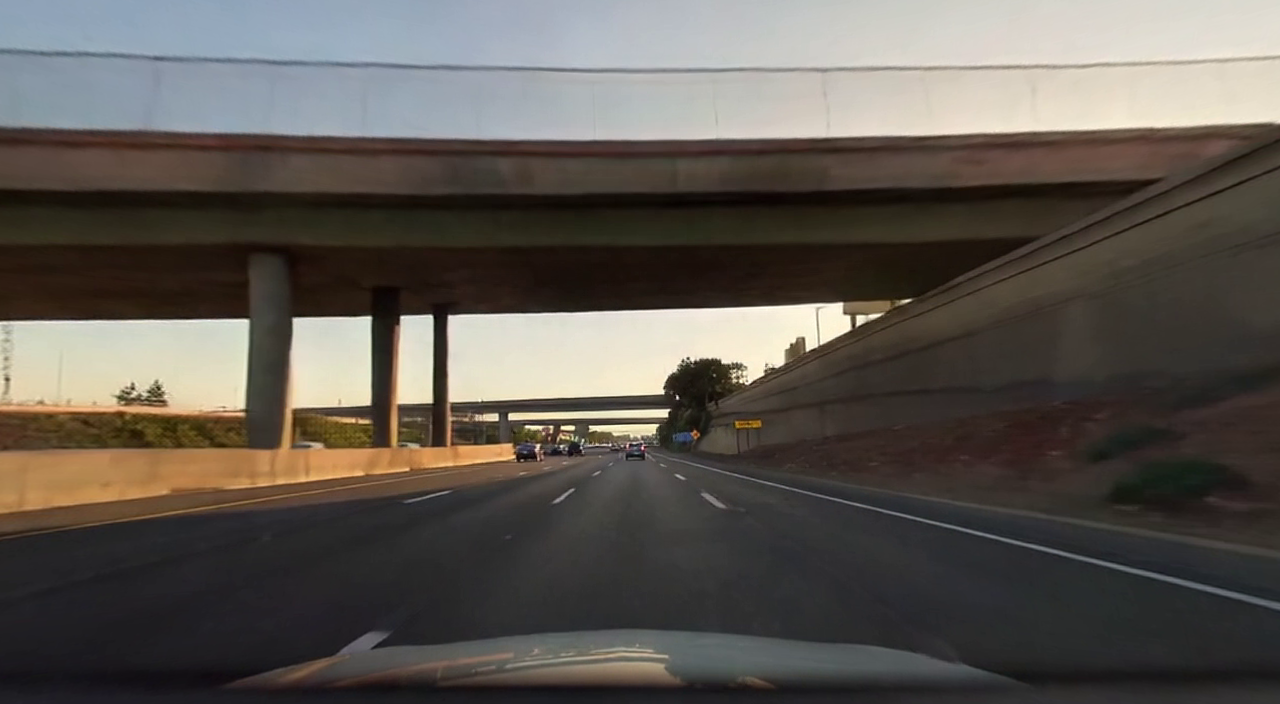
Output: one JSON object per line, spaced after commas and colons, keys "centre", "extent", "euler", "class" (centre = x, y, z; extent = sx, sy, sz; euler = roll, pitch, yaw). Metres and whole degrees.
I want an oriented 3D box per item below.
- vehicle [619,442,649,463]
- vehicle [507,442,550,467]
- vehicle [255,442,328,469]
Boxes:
{"centre": [-0.507, 7.435, 46.805], "extent": [2.086, 1.472, 4.168], "euler": [0, -8, -2], "class": "vehicle"}
{"centre": [-7.299, 6.740, 41.806], "extent": [1.994, 1.487, 4.605], "euler": [0, -8, 0], "class": "vehicle"}
{"centre": [-25.448, 7.556, 46.471], "extent": [2.166, 1.769, 5.672], "euler": [0, -8, 0], "class": "vehicle"}
